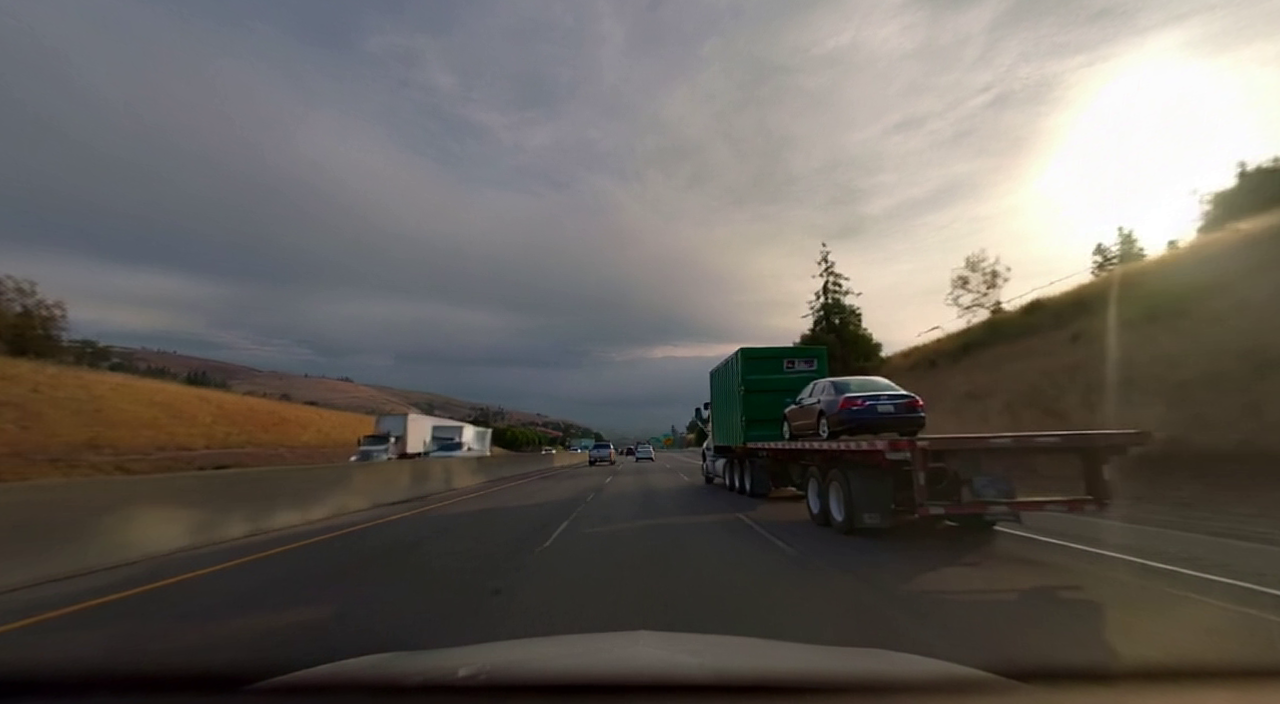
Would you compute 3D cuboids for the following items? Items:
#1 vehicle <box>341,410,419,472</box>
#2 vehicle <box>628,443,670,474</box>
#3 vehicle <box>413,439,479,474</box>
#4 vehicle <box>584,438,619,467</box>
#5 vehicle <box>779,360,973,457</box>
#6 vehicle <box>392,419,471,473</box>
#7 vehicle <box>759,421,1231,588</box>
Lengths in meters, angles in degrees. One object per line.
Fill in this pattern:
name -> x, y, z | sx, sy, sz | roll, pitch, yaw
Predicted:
vehicle -> -18.248, 6.360, 44.750 | 2.906, 4.042, 5.850 | 0, -9, 0
vehicle -> 0.477, 5.604, 33.319 | 2.086, 1.497, 3.681 | 0, -9, 1
vehicle -> -10.451, 5.691, 34.365 | 2.030, 1.776, 4.514 | 0, -9, 2
vehicle -> -2.781, 7.397, 46.432 | 2.142, 2.044, 4.446 | -1, -9, 2
vehicle -> 4.203, 1.218, 12.097 | 1.968, 1.547, 4.215 | 0, -9, -2
vehicle -> -13.845, 6.376, 42.535 | 2.877, 3.333, 6.800 | 0, -9, 0
vehicle -> 4.302, 2.221, 10.848 | 2.654, 1.574, 9.537 | 0, -9, 0
